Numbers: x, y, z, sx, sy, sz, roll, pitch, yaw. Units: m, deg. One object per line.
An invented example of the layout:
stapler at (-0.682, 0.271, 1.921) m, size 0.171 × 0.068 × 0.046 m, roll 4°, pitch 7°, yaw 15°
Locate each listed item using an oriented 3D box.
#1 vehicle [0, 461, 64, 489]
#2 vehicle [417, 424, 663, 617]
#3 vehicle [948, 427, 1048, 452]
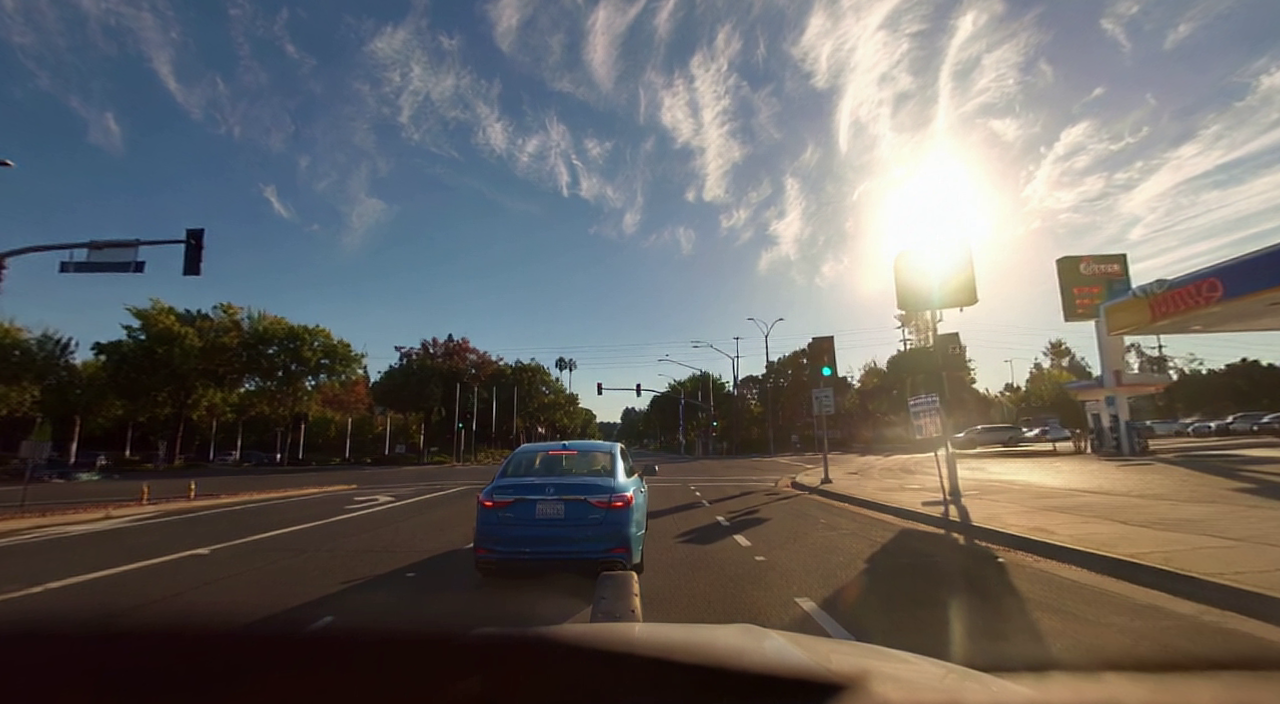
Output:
vehicle at (-35.416, 6.860, 35.244) m, size 1.796 × 1.440 × 4.802 m, roll -1°, pitch -8°, yaw 3°
vehicle at (-0.724, 1.674, 7.325) m, size 1.916 × 1.510 × 4.447 m, roll 0°, pitch -8°, yaw 3°
vehicle at (22.063, 5.421, 39.081) m, size 4.874 × 1.502 × 2.048 m, roll 0°, pitch -8°, yaw 1°
